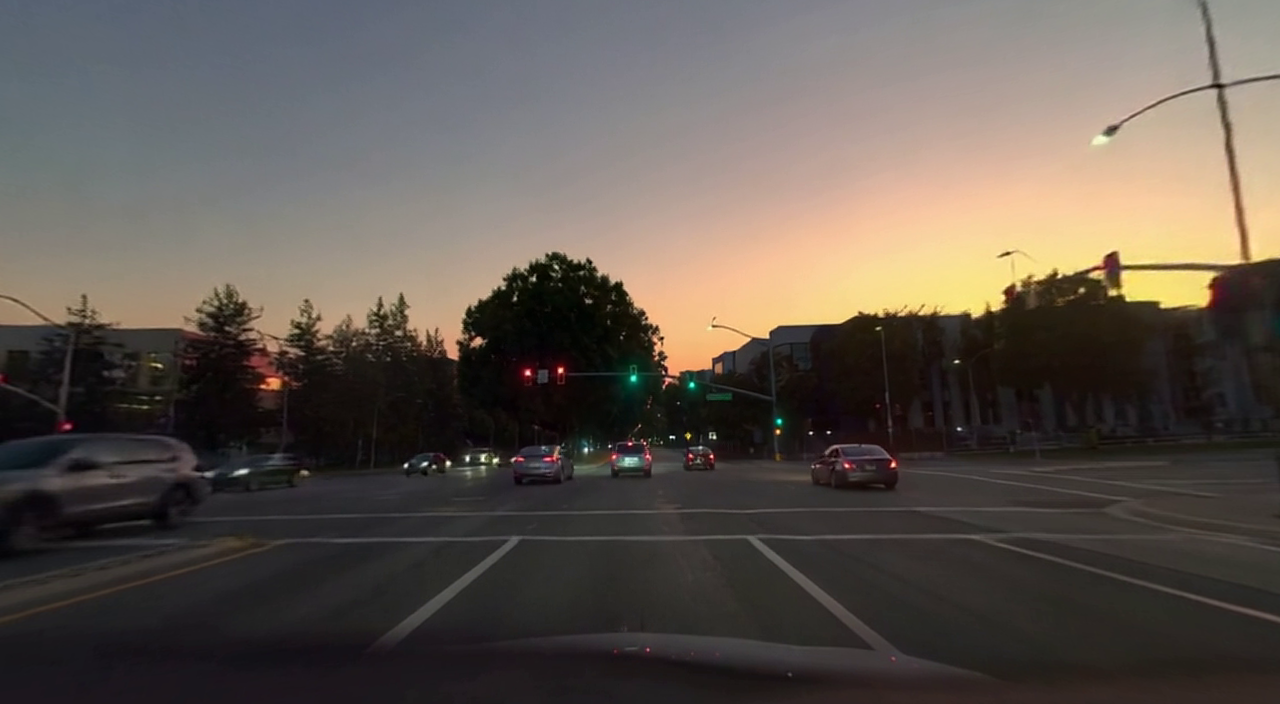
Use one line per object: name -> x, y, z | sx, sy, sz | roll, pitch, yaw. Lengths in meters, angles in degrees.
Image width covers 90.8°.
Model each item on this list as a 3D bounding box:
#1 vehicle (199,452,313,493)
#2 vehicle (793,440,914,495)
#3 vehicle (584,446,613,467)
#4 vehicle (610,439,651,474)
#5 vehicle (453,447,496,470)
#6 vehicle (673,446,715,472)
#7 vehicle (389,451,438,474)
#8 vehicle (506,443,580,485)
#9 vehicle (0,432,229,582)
vehicle -> -15.874, 4.969, 26.472 | 1.924, 1.486, 4.511 | 0, -8, 0
vehicle -> 6.327, 3.463, 19.403 | 2.028, 1.451, 4.625 | 0, -8, -1
vehicle -> -3.173, 8.054, 48.966 | 2.002, 1.502, 4.057 | 0, -8, -1
vehicle -> -0.439, 5.473, 33.270 | 2.008, 1.716, 4.125 | 0, -8, 0
vehicle -> -12.205, 7.870, 46.831 | 1.975, 1.450, 4.561 | -4, -8, -1
vehicle -> 3.148, 6.283, 37.506 | 2.014, 1.430, 4.103 | 1, -8, -2
vehicle -> -15.783, 7.703, 44.250 | 1.893, 1.429, 4.188 | 0, -8, 0
vehicle -> -3.753, 4.414, 25.275 | 2.163, 1.474, 4.413 | 0, -8, 1
vehicle -> -7.409, 1.714, 7.450 | 2.013, 1.488, 4.596 | 0, -8, 0
